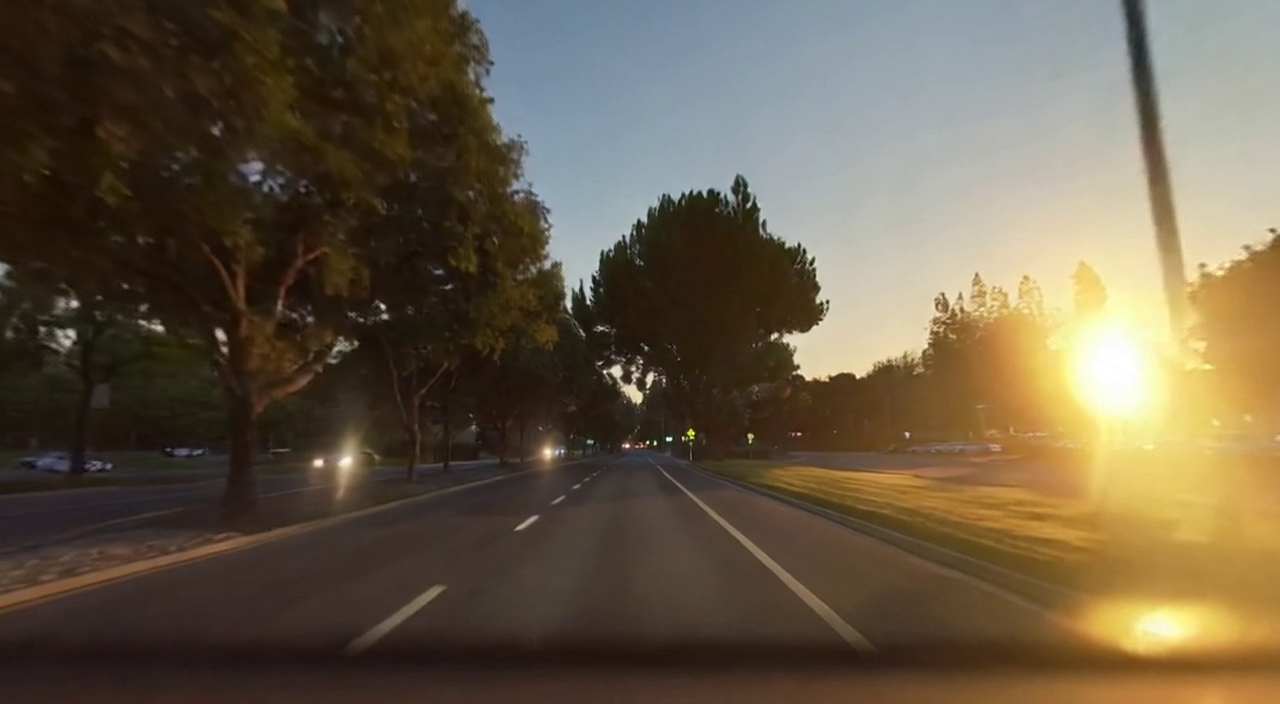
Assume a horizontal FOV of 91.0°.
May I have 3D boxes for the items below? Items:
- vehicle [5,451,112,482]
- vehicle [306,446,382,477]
[{"bbox_3d":[-34.558,6.791,37.481,4.423,1.705,1.772,0,-9,-1],"label":"vehicle"},{"bbox_3d":[-15.669,5.788,33.598,1.862,1.507,4.424,0,-9,0],"label":"vehicle"}]
